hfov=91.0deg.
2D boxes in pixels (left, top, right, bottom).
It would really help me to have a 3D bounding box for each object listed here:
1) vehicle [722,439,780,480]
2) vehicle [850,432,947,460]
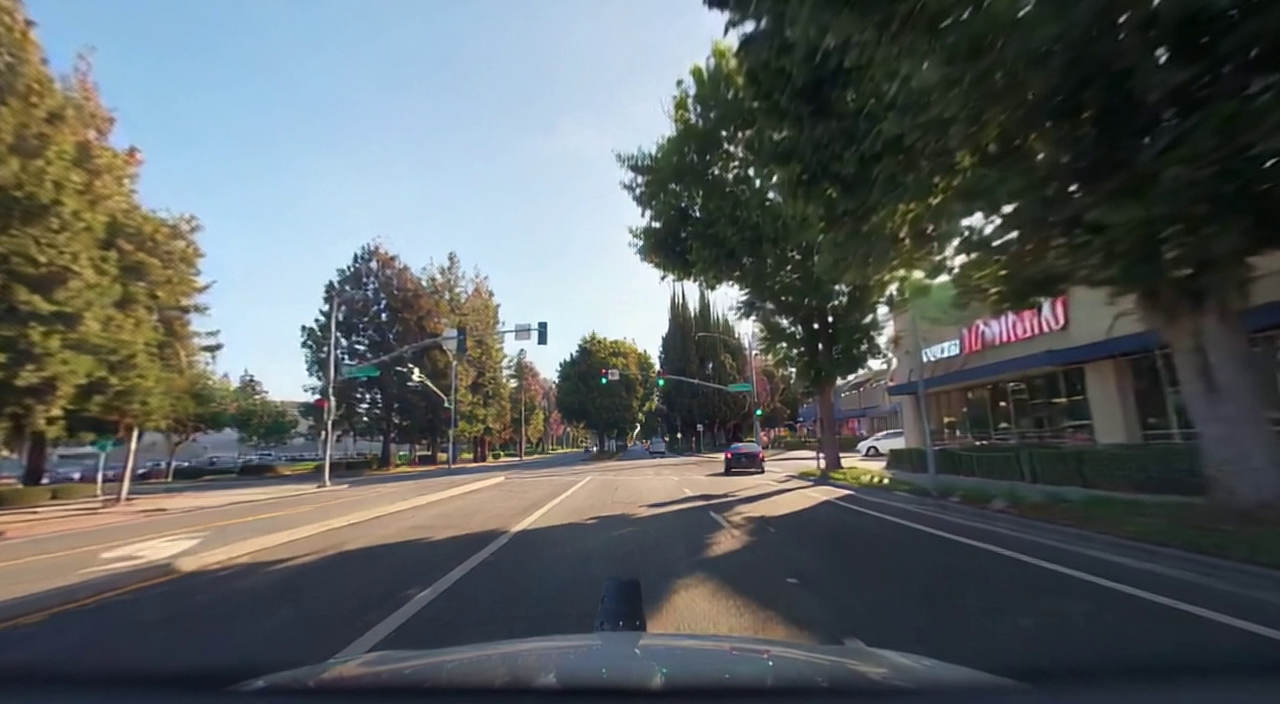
[{"bbox_3d":[4.468,4.288,25.393,2.064,1.470,4.610,-1,-9,10],"label":"vehicle"},{"bbox_3d":[15.051,5.518,36.859,4.704,1.544,2.112,0,-9,1],"label":"vehicle"}]
